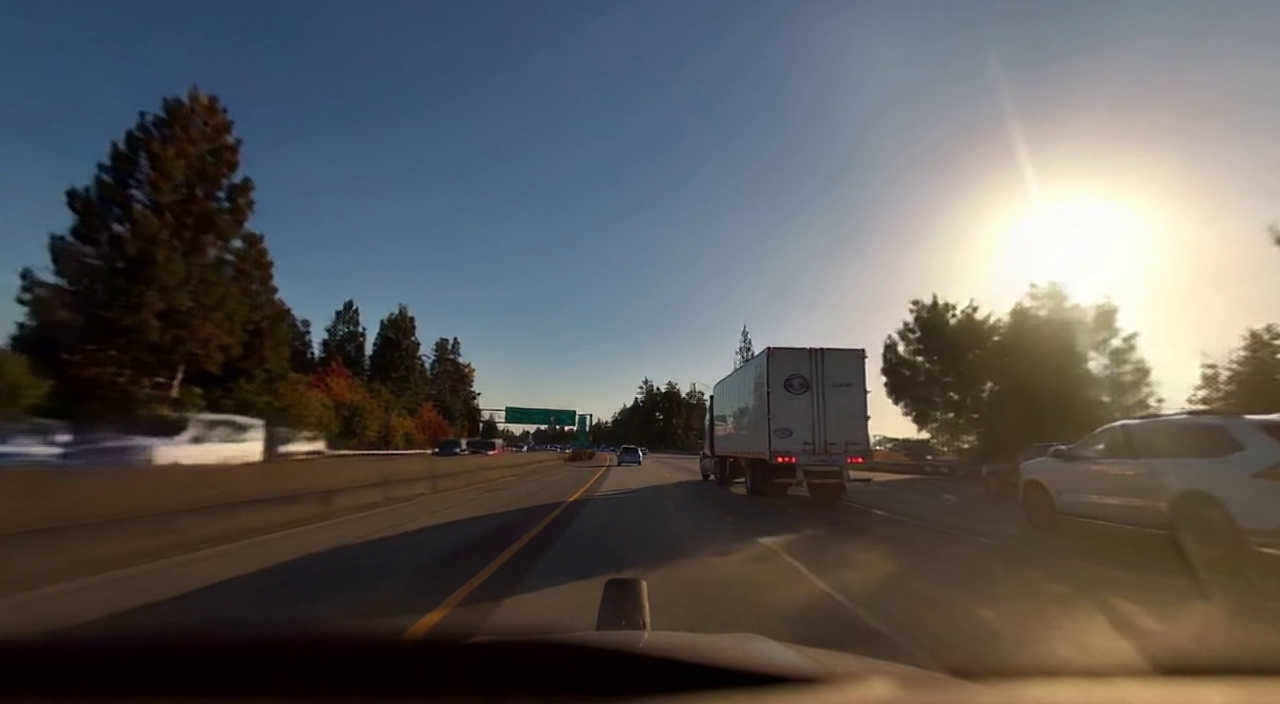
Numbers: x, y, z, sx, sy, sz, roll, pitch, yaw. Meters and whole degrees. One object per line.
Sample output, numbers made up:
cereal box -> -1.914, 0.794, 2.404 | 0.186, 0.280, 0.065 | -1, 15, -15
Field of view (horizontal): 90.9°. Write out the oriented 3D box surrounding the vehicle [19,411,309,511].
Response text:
vehicle -> -8.412, 2.001, 11.848 | 1.952, 1.500, 4.487 | 0, -9, 0

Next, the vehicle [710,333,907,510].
vehicle -> 4.552, 2.627, 21.276 | 2.890, 4.006, 14.039 | 0, -9, 0

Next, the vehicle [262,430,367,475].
vehicle -> -11.666, 3.636, 22.851 | 1.858, 1.489, 3.611 | 0, -9, 0

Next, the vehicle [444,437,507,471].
vehicle -> -8.085, 5.072, 31.442 | 1.839, 1.512, 4.771 | 0, -9, 1

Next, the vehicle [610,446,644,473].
vehicle -> -0.827, 6.900, 40.509 | 2.111, 1.599, 3.859 | 0, -9, -1

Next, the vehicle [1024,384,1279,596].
vehicle -> 6.808, 1.417, 6.795 | 2.128, 1.872, 5.043 | 0, -9, 0
